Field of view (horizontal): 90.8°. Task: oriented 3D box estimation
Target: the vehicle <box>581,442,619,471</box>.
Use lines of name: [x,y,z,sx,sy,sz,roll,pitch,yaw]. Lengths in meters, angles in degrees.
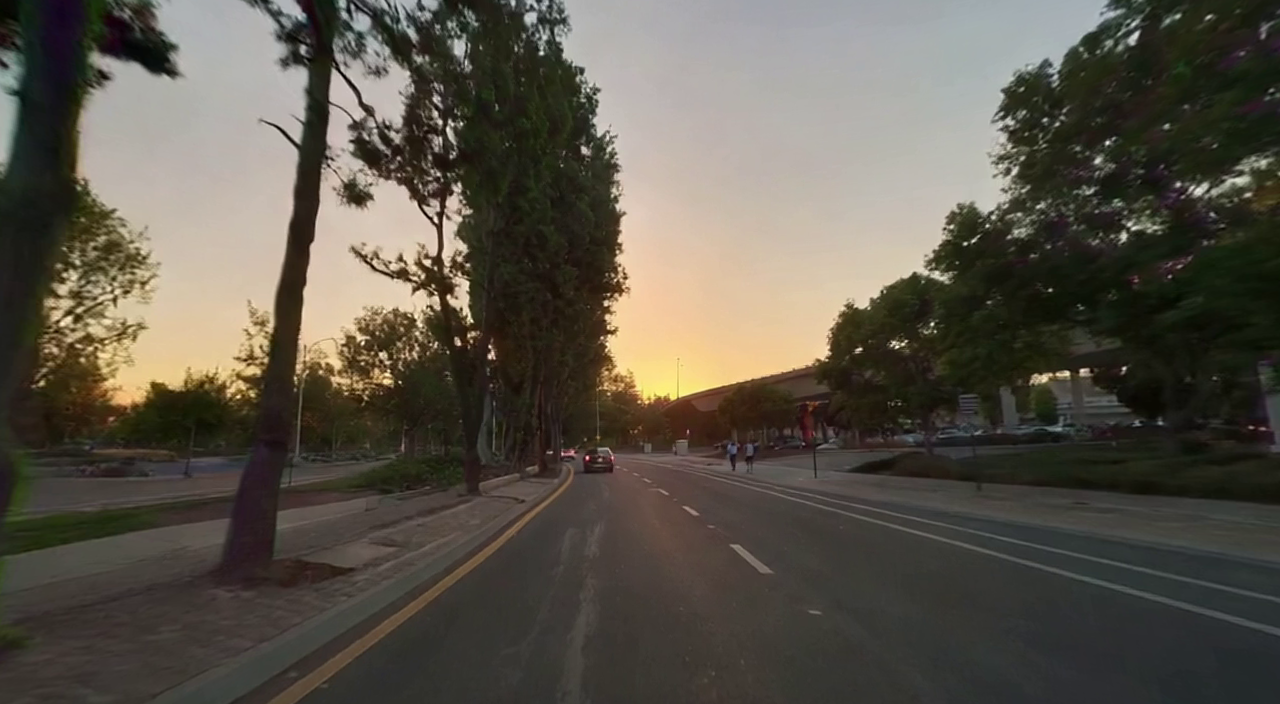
vehicle: [-2.591,6.638,40.270,2.184,1.713,4.231,1,-9,-6]
